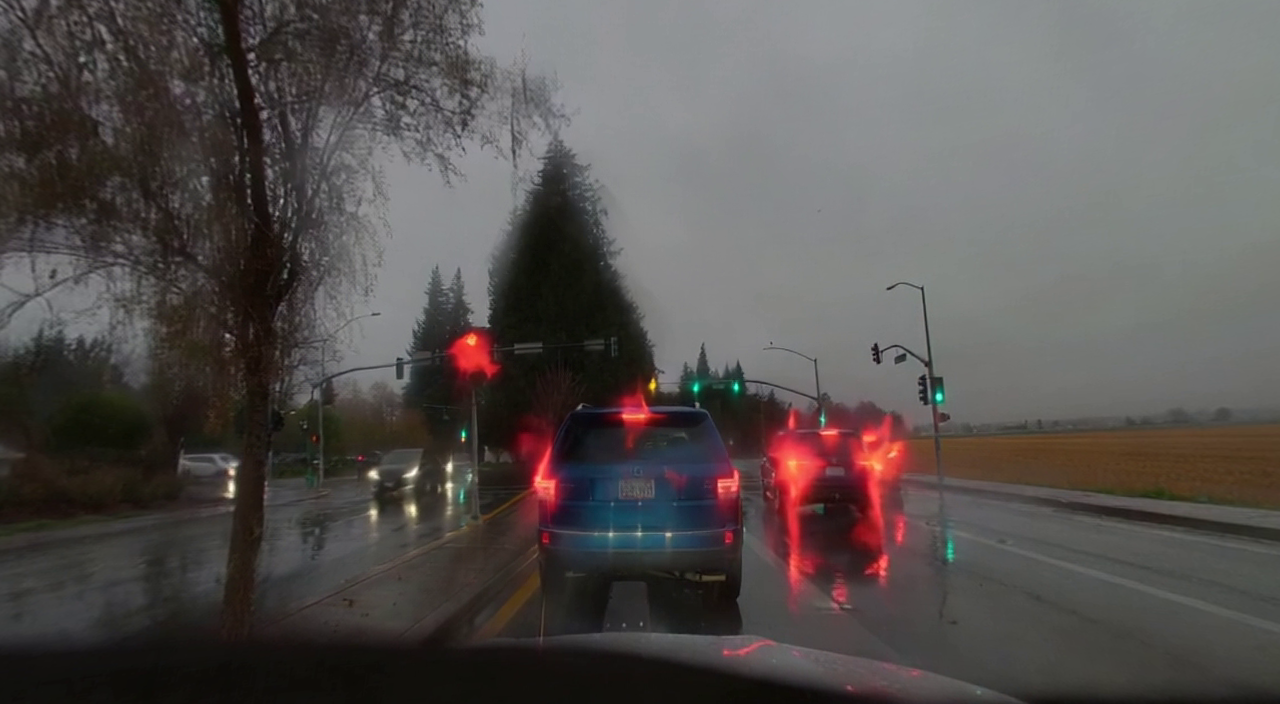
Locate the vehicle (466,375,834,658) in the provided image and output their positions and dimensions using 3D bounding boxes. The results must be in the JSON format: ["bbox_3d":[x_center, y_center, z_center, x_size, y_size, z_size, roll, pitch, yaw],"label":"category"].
[{"bbox_3d":[0.062,1.334,6.112,2.298,1.770,4.138,0,-8,0],"label":"vehicle"}]

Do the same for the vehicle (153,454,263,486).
[{"bbox_3d":[-23.990,6.555,35.131,4.605,1.626,2.251,-1,-8,6],"label":"vehicle"}]

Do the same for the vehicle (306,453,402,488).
[{"bbox_3d":[-13.696,5.603,30.097,4.559,1.458,2.265,-7,-11,38],"label":"vehicle"}]

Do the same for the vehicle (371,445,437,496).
[{"bbox_3d":[-8.717,4.327,23.558,2.026,1.680,4.608,3,-9,-18],"label":"vehicle"}]
